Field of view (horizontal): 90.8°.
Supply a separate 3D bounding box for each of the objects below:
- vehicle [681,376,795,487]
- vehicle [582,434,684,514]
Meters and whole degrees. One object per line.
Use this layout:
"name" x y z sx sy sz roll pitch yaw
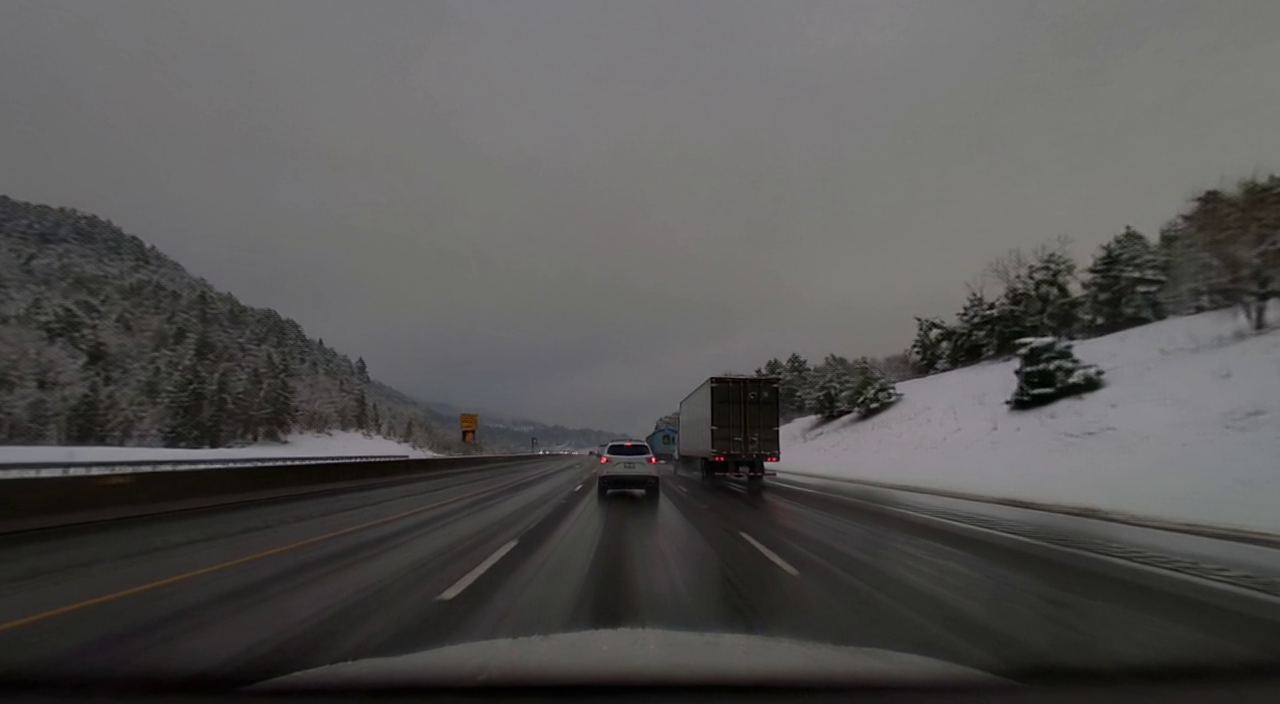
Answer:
"vehicle" 4.033 3.937 30.063 2.812 4.024 14.098 0 -9 -1
"vehicle" -0.170 2.832 15.067 2.109 1.639 3.768 0 -9 -1
